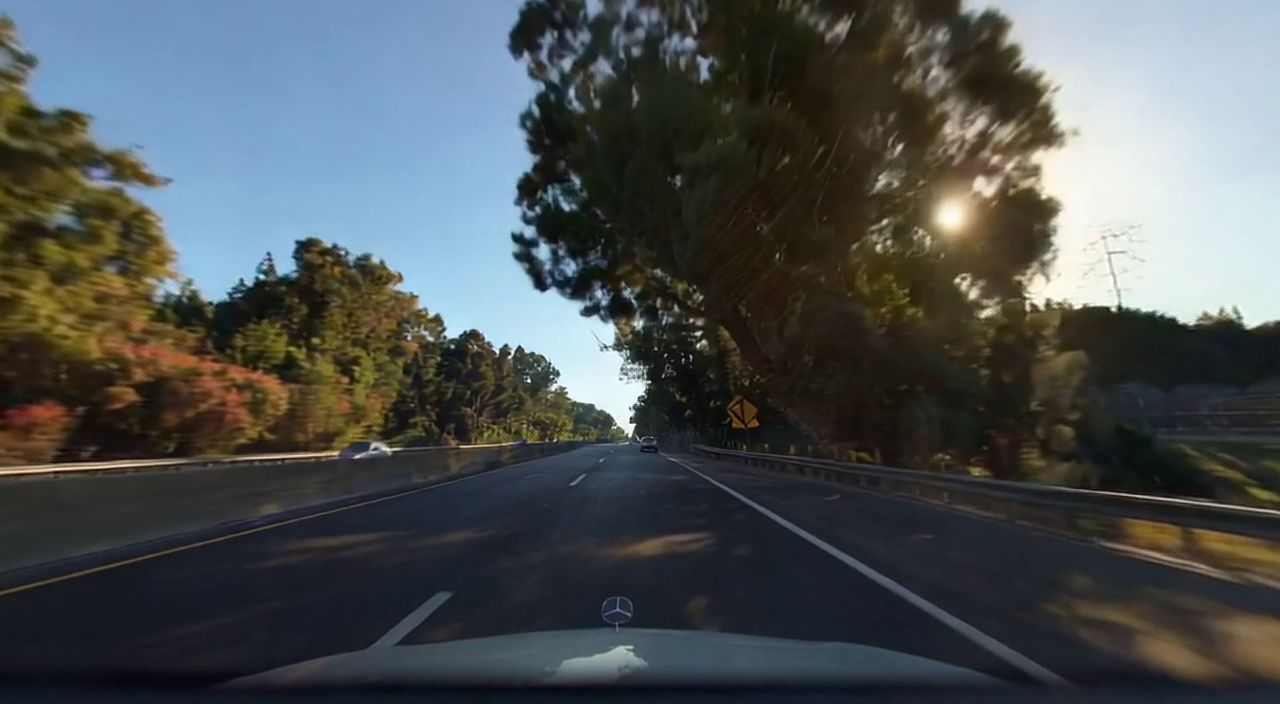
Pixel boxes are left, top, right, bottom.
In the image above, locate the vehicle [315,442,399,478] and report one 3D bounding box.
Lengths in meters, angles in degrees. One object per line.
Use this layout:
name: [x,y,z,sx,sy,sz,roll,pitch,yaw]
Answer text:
vehicle: [-12.822,4.895,28.906,1.883,1.454,4.519,0,-8,-2]
